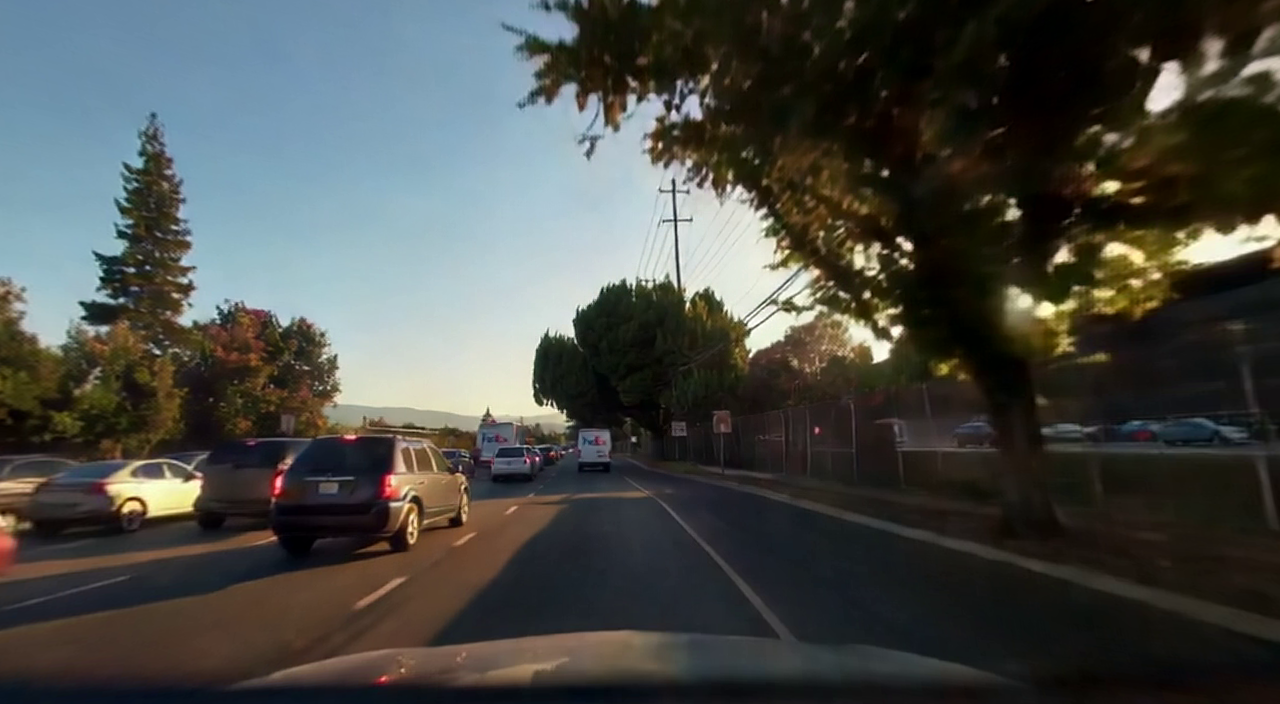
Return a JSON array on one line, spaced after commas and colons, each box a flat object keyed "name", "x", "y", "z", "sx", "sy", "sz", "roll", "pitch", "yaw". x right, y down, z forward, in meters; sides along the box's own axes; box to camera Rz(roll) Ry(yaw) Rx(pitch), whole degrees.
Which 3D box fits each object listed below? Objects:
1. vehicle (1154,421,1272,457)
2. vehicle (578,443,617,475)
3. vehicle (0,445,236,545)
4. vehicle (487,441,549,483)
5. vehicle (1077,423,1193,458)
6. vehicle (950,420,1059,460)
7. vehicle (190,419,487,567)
[{"name": "vehicle", "x": 37.896, "y": 5.767, "z": 41.750, "sx": 5.472, "sy": 2.276, "sz": 2.302, "roll": 0, "pitch": -8, "yaw": 0}, {"name": "vehicle", "x": -2.400, "y": 5.956, "z": 35.440, "sx": 2.055, "sy": 1.671, "sz": 4.147, "roll": 1, "pitch": -8, "yaw": -5}, {"name": "vehicle", "x": -10.952, "y": 2.771, "z": 12.928, "sx": 2.037, "sy": 1.455, "sz": 5.174, "roll": -3, "pitch": -7, "yaw": -2}, {"name": "vehicle", "x": -5.283, "y": 4.824, "z": 27.971, "sx": 2.057, "sy": 1.673, "sz": 4.934, "roll": 1, "pitch": -8, "yaw": -4}, {"name": "vehicle", "x": 30.669, "y": 5.508, "z": 39.069, "sx": 5.535, "sy": 2.130, "sz": 2.145, "roll": 1, "pitch": -9, "yaw": -6}, {"name": "vehicle", "x": 28.727, "y": 6.951, "z": 49.765, "sx": 7.011, "sy": 3.014, "sz": 2.594, "roll": 1, "pitch": -9, "yaw": -4}, {"name": "vehicle", "x": -4.079, "y": 1.989, "z": 9.735, "sx": 2.388, "sy": 1.692, "sz": 4.684, "roll": 0, "pitch": -8, "yaw": -2}]
